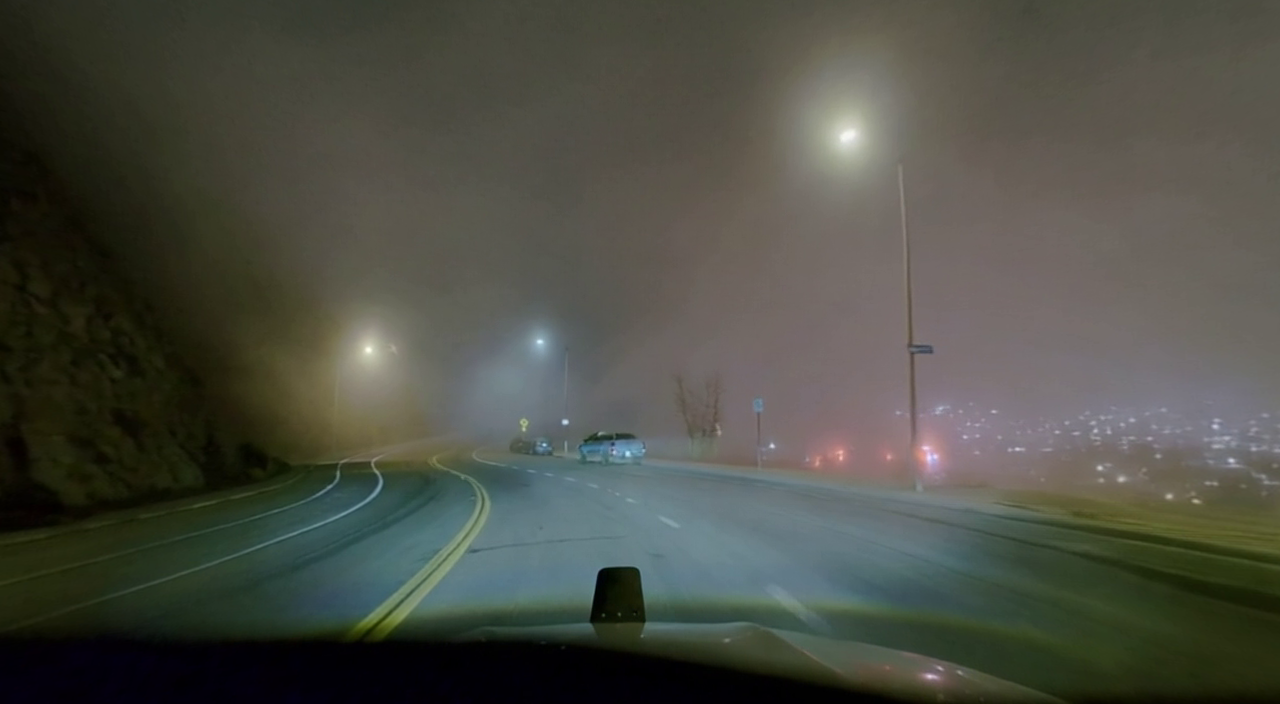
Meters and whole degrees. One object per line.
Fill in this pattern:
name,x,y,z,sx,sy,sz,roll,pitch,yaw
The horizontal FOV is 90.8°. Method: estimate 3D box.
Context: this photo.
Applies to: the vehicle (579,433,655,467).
vehicle,-1.144,5.208,33.601,2.064,1.667,4.453,-5,-10,27
